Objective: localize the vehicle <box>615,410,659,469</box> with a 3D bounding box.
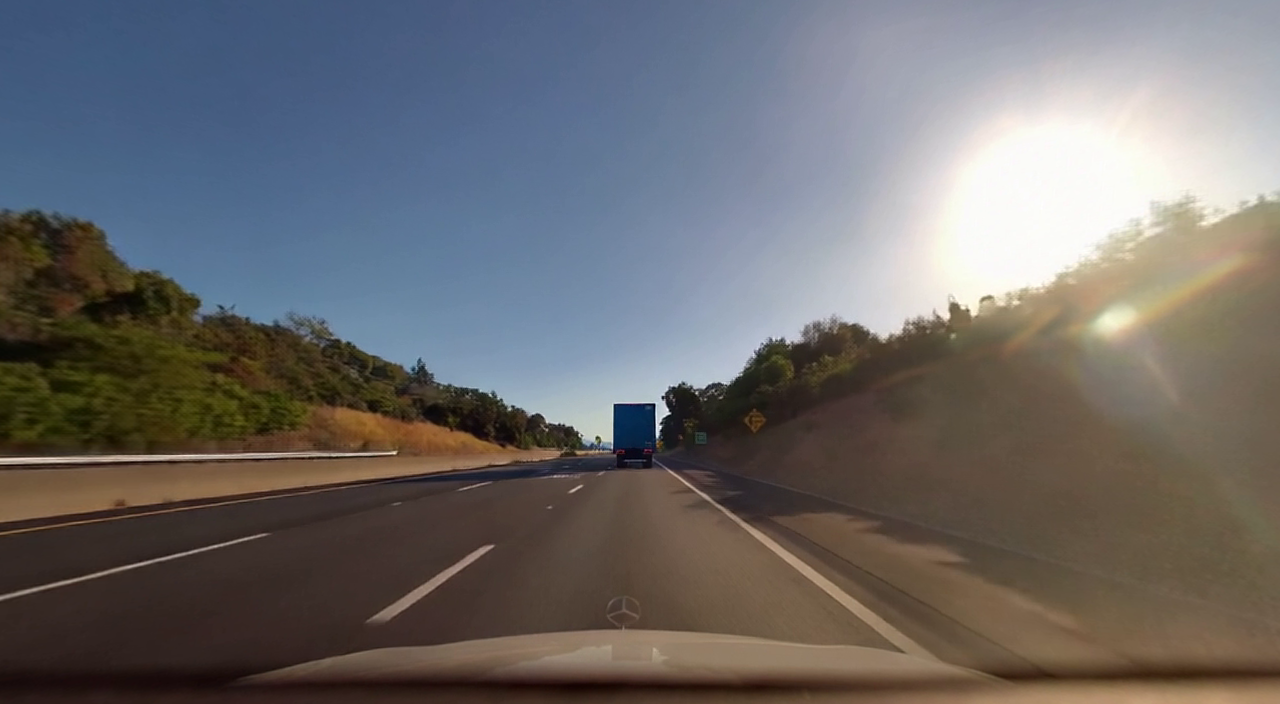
[{"bbox_3d":[-0.330,6.752,47.982,2.982,3.947,11.075,0,-9,-1],"label":"vehicle"}]
